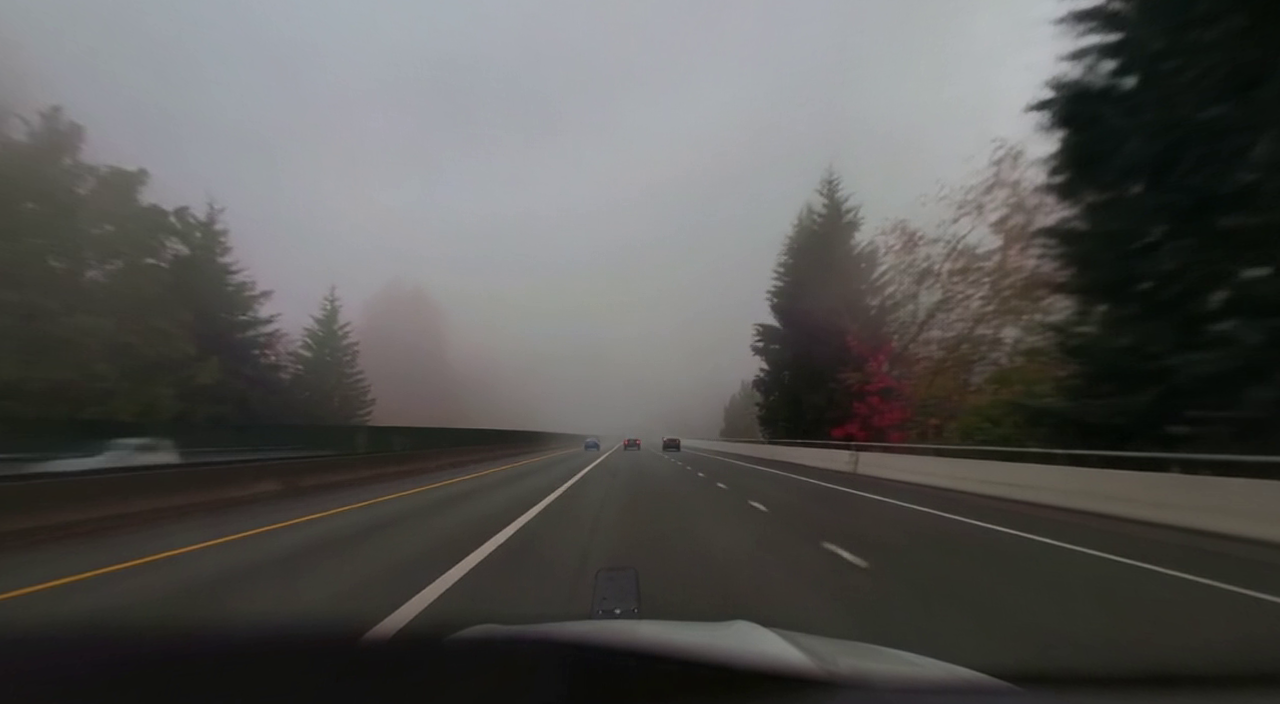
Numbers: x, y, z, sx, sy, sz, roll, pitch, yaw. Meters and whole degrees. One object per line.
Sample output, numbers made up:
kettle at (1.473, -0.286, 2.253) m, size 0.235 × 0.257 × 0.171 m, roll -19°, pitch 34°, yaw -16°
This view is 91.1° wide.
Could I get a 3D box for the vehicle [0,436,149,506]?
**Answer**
vehicle at (-16.388, 3.206, 17.551) m, size 1.958 × 1.710 × 4.234 m, roll 0°, pitch -8°, yaw -1°
